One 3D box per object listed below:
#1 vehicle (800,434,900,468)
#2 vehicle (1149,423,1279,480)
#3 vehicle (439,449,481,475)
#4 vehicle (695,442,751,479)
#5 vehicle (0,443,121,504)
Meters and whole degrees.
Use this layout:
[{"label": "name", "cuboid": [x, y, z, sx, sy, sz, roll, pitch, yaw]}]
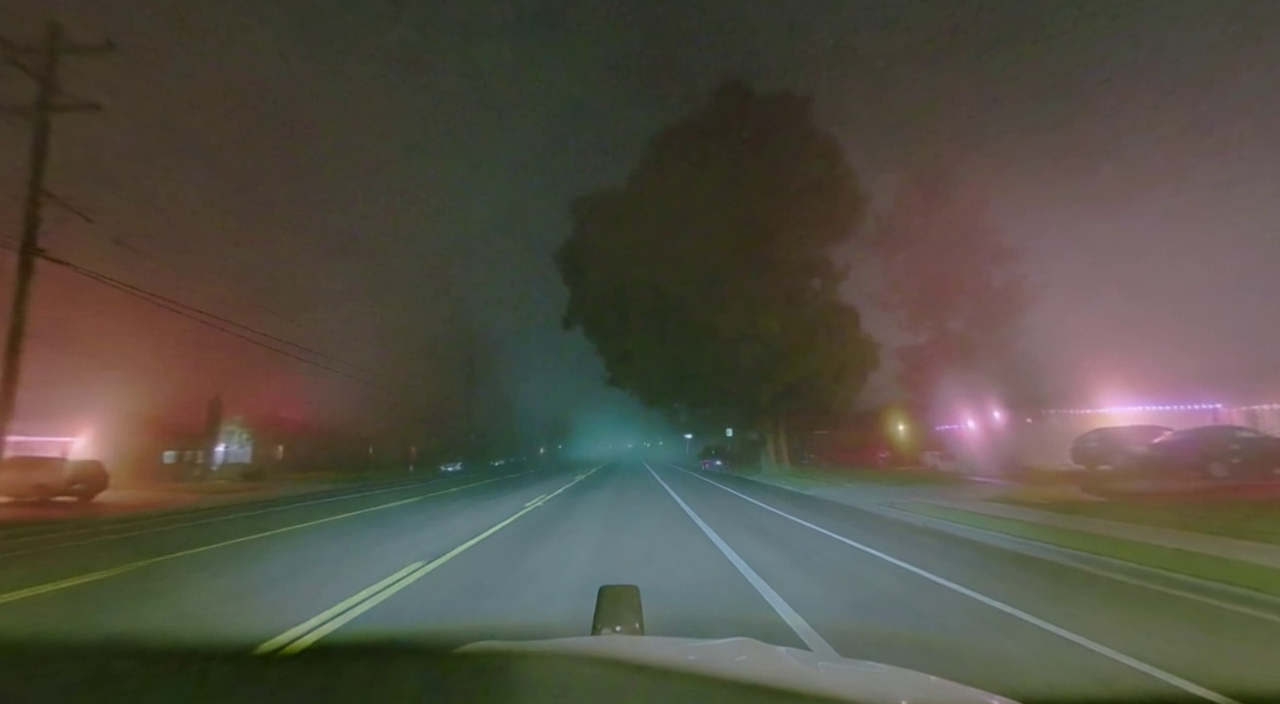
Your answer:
[{"label": "vehicle", "cuboid": [11.742, 5.547, 35.504, 4.860, 1.772, 2.007, 0, -8, -3]}, {"label": "vehicle", "cuboid": [18.139, 2.974, 19.058, 3.858, 1.583, 1.931, 0, -9, -2]}, {"label": "vehicle", "cuboid": [-13.606, 8.290, 47.899, 1.970, 1.677, 4.270, -2, -7, 0]}, {"label": "vehicle", "cuboid": [4.001, 5.317, 31.324, 2.045, 1.677, 4.509, 0, -9, -1]}, {"label": "vehicle", "cuboid": [-21.551, 4.091, 21.455, 5.705, 1.907, 2.142, 0, -9, -4]}]
